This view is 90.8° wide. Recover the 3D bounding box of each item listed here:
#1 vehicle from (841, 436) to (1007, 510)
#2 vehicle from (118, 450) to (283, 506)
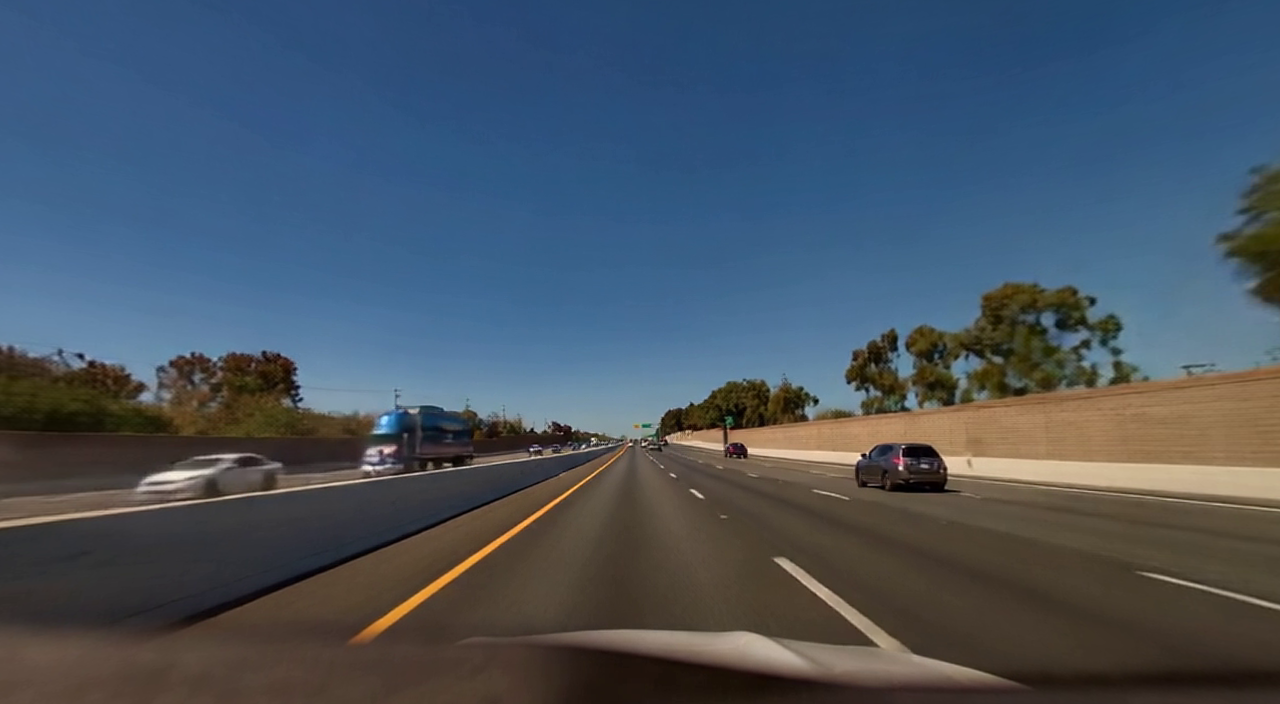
[{"bbox_3d":[6.797,2.924,15.808,1.901,1.548,4.684,0,-9,-1],"label":"vehicle"},{"bbox_3d":[-13.564,3.870,19.922,1.911,1.500,4.555,0,-9,0],"label":"vehicle"}]
